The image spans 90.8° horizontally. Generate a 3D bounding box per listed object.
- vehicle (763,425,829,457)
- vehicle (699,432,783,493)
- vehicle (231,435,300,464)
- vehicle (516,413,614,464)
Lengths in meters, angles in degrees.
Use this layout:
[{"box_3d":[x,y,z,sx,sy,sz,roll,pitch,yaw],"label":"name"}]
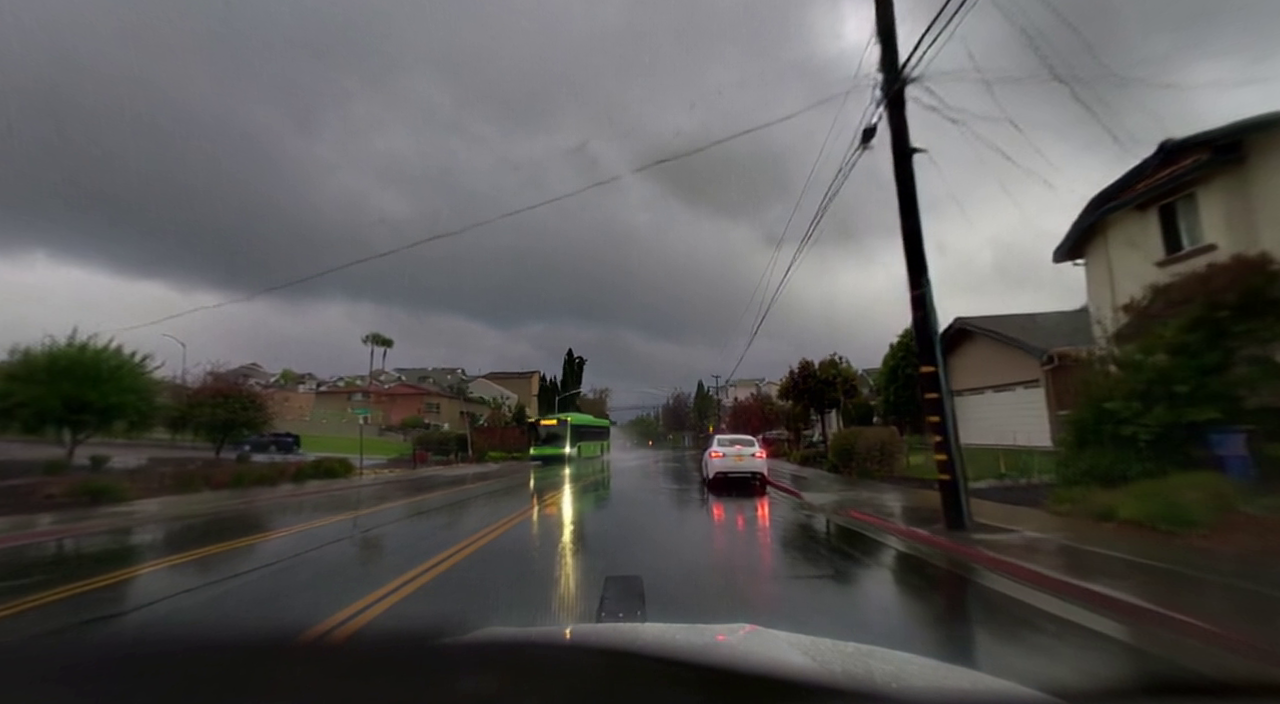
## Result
[{"box_3d":[11.407,6.585,46.583,4.387,1.812,2.018,-8,-11,9],"label":"vehicle"},{"box_3d":[2.870,3.222,18.778,1.984,1.601,3.994,0,-8,3],"label":"vehicle"},{"box_3d":[-24.685,6.424,41.814,2.006,1.766,4.685,1,-8,-5],"label":"vehicle"},{"box_3d":[-5.005,6.395,46.146,3.577,3.168,13.108,-2,-9,9],"label":"vehicle"}]
